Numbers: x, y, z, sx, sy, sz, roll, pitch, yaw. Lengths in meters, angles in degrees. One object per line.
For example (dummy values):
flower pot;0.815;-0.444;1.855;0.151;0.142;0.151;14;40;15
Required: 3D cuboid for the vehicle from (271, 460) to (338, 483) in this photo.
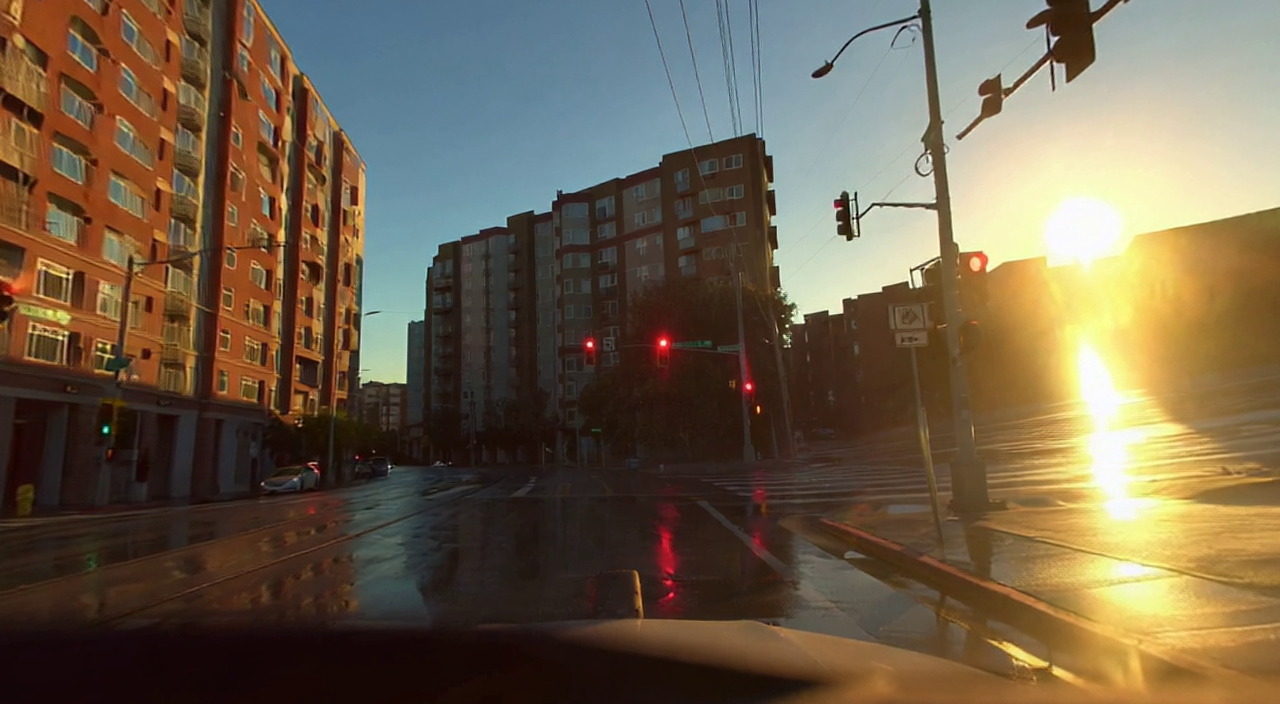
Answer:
vehicle;-24.629;8.778;46.286;3.882;1.600;1.768;0;-9;2
